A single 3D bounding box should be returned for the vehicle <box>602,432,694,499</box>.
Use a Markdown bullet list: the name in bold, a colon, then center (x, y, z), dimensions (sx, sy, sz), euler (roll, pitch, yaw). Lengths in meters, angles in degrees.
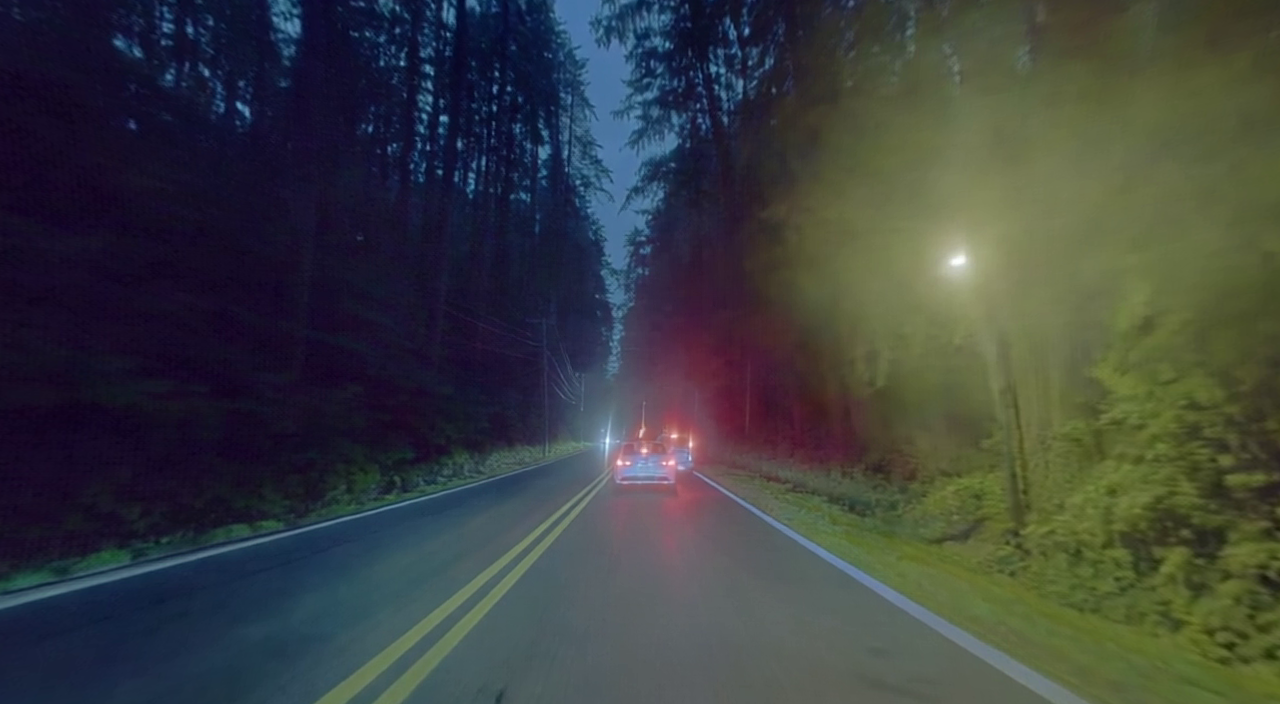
- **vehicle**: center (0.169, 2.856, 16.206), dimensions (2.081, 1.503, 3.726), euler (0, -8, -1)
